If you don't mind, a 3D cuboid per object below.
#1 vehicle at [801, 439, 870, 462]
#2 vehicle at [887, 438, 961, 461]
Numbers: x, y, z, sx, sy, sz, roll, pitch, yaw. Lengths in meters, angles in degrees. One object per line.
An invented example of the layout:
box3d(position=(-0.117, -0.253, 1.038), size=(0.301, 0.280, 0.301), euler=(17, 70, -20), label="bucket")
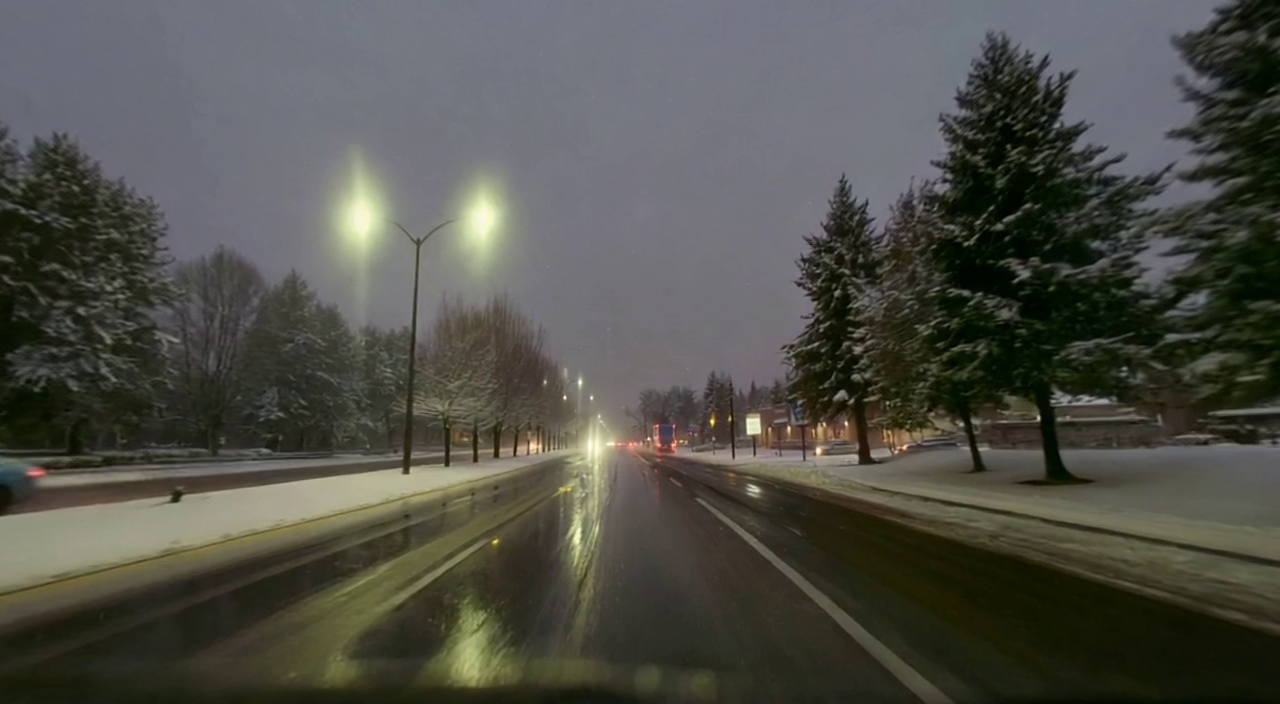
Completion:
box3d(position=(13.945, 7.026, 45.169), size=(4.296, 1.596, 1.807), euler=(0, -9, -1), label="vehicle")
box3d(position=(20.402, 7.012, 45.496), size=(4.416, 1.561, 1.876), euler=(0, -9, -1), label="vehicle")
